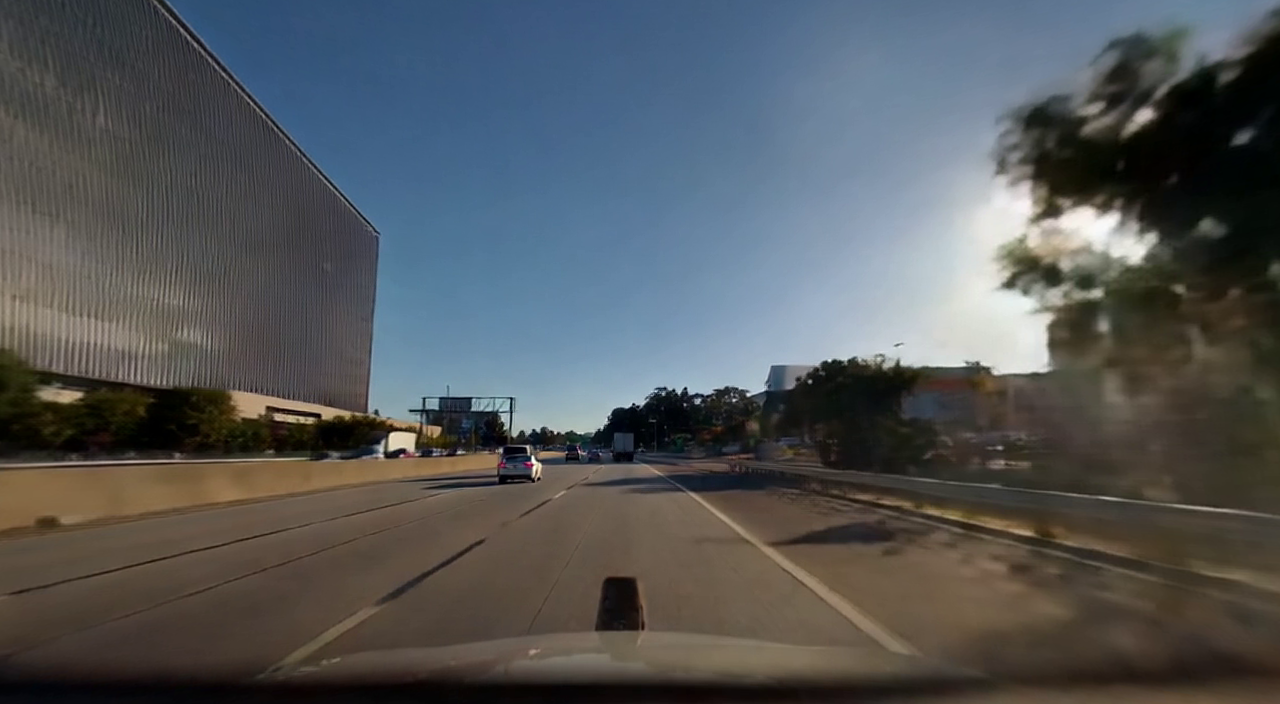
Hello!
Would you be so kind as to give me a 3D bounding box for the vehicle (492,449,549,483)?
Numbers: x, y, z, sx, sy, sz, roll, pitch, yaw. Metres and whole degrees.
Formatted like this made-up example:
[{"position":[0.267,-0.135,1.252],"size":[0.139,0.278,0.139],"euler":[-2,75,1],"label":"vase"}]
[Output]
[{"position":[-5.751,5.534,30.987],"size":[1.943,1.510,4.201],"euler":[0,-9,0],"label":"vehicle"}]
